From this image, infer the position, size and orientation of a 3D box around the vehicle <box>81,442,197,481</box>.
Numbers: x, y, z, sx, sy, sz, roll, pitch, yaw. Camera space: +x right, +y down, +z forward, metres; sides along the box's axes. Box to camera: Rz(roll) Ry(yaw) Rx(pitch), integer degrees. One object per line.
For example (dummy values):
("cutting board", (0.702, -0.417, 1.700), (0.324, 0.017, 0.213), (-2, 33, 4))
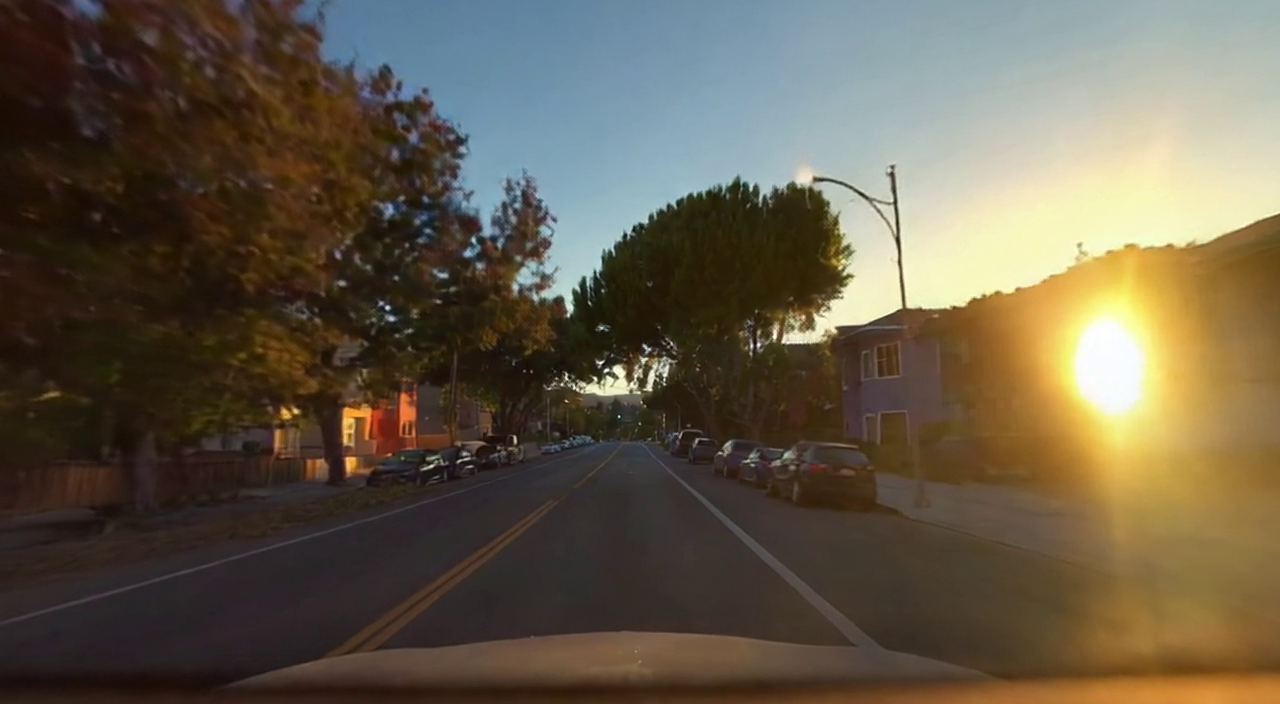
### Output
("vehicle", (-20.475, 4.453, 26.034), (1.800, 1.475, 3.604), (0, -8, -1))

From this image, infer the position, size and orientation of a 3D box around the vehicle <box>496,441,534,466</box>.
("vehicle", (-8.311, 6.761, 42.344), (1.883, 1.565, 3.655), (-2, -8, -1))

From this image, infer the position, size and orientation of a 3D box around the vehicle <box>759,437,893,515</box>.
("vehicle", (4.135, 2.796, 14.746), (1.845, 1.556, 3.929), (0, -8, -1))

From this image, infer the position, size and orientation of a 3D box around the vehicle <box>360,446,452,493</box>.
("vehicle", (-8.175, 4.114, 22.472), (1.852, 1.482, 3.916), (-1, -9, -2))
